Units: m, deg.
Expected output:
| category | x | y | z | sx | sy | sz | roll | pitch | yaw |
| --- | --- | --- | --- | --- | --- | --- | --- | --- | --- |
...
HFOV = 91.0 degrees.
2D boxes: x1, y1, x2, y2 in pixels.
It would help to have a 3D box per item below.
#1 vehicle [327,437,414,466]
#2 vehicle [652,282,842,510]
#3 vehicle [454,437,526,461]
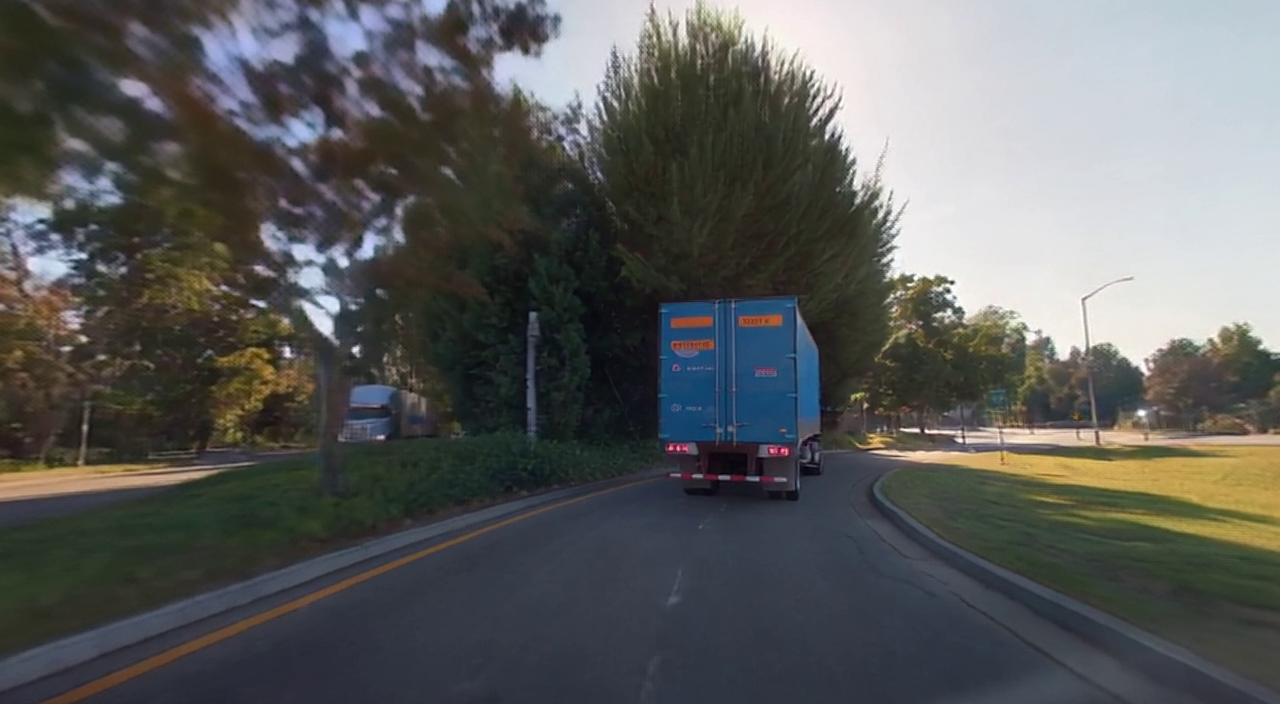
| category | x | y | z | sx | sy | sz | roll | pitch | yaw |
| --- | --- | --- | --- | --- | --- | --- | --- | --- | --- |
| vehicle | -16.258 | 6.009 | 38.023 | 4.578 | 1.573 | 1.806 | 4 | -9 | -31 |
| vehicle | 3.100 | 1.334 | 14.916 | 2.937 | 3.647 | 9.344 | -4 | -8 | 18 |
| vehicle | -9.878 | 6.374 | 41.376 | 4.350 | 1.410 | 1.726 | 2 | -9 | -24 |
